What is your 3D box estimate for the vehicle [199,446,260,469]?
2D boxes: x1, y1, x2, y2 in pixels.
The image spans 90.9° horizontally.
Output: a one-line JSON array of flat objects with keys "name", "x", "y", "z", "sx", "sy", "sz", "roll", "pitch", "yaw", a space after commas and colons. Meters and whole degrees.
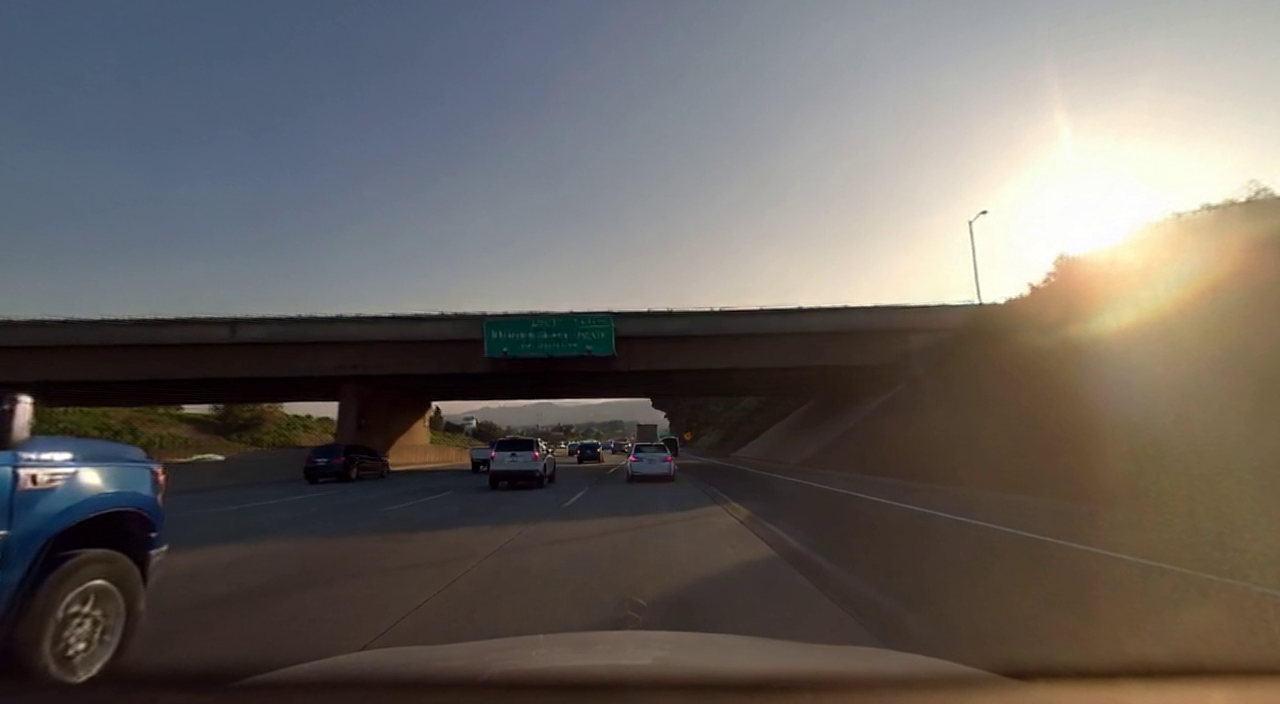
[{"name": "vehicle", "x": -28.220, "y": 7.247, "z": 43.478, "sx": 1.702, "sy": 1.450, "sz": 3.646, "roll": 0, "pitch": -8, "yaw": 2}]

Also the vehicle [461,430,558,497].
[{"name": "vehicle", "x": -3.727, "y": 3.254, "z": 18.769, "sx": 1.903, "sy": 1.721, "sz": 4.210, "roll": 0, "pitch": -8, "yaw": 1}]

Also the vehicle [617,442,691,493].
[{"name": "vehicle", "x": 0.386, "y": 3.531, "z": 19.686, "sx": 2.054, "sy": 1.421, "sz": 4.090, "roll": 0, "pitch": -8, "yaw": 0}]

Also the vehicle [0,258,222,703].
[{"name": "vehicle", "x": -3.533, "y": 0.420, "z": 0.456, "sx": 2.269, "sy": 2.060, "sz": 5.933, "roll": 0, "pitch": -8, "yaw": 1}]

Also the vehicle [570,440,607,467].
[{"name": "vehicle", "x": -3.215, "y": 6.438, "z": 40.200, "sx": 1.897, "sy": 1.646, "sz": 4.049, "roll": 0, "pitch": -8, "yaw": 1}]

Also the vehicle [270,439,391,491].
[{"name": "vehicle", "x": -10.541, "y": 3.848, "z": 21.912, "sx": 1.941, "sy": 1.602, "sz": 4.277, "roll": 0, "pitch": -8, "yaw": 2}]
